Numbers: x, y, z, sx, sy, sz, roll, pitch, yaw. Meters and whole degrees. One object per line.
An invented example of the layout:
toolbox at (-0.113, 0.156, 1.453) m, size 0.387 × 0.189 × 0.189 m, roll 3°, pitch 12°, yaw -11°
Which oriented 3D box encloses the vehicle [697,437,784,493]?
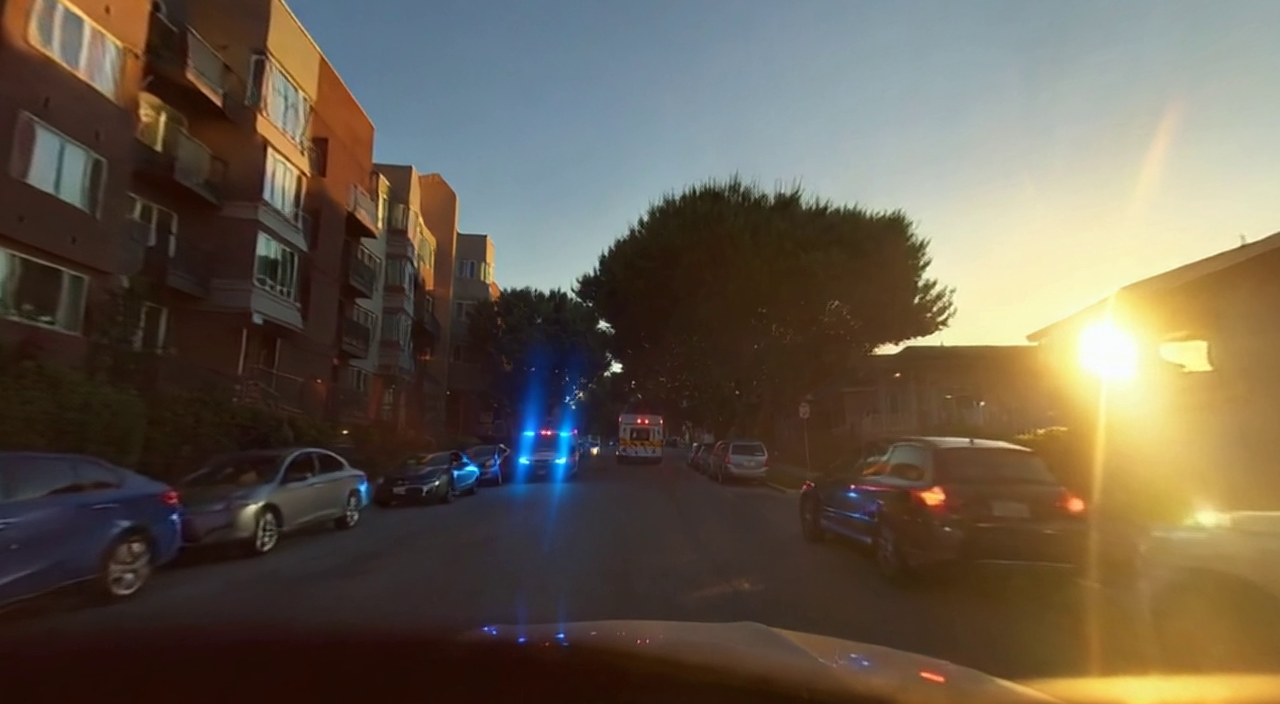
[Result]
vehicle at (3.329, 3.809, 21.757) m, size 2.035 × 1.549 × 4.373 m, roll 5°, pitch -8°, yaw -2°

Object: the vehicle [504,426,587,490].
vehicle at (-2.940, 3.386, 20.530) m, size 2.029 × 1.802 × 4.229 m, roll -1°, pitch -8°, yaw 0°

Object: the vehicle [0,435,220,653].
vehicle at (-5.363, 1.332, 4.403) m, size 1.921 × 1.482 × 4.280 m, roll 0°, pitch -8°, yaw 0°

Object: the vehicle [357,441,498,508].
vehicle at (-5.296, 3.089, 16.554) m, size 2.047 × 1.471 × 4.647 m, roll 0°, pitch -8°, yaw 0°

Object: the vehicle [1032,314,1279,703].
vehicle at (3.348, 0.644, 1.105) m, size 2.188 × 1.810 × 4.709 m, roll 1°, pitch -8°, yaw -2°

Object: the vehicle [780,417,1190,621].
vehicle at (3.314, 1.714, 7.509) m, size 2.155 × 1.553 × 4.738 m, roll 2°, pitch -9°, yaw -1°

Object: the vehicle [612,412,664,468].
vehicle at (-0.231, 5.296, 38.067) m, size 2.754 × 3.008 × 7.730 m, roll 0°, pitch -8°, yaw -2°
